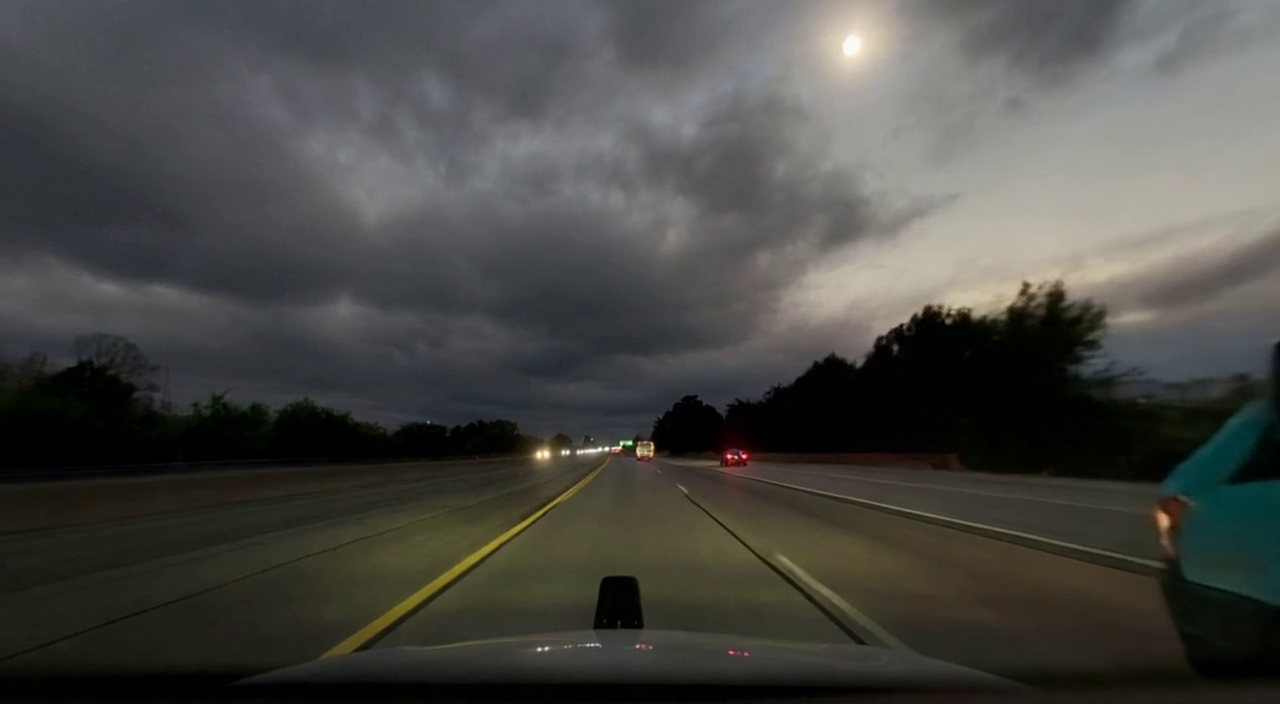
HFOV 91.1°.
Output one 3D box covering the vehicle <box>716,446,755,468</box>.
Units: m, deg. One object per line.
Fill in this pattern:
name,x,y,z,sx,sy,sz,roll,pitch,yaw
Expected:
vehicle,6.713,7.421,44.612,1.942,1.462,3.926,0,-9,-3
